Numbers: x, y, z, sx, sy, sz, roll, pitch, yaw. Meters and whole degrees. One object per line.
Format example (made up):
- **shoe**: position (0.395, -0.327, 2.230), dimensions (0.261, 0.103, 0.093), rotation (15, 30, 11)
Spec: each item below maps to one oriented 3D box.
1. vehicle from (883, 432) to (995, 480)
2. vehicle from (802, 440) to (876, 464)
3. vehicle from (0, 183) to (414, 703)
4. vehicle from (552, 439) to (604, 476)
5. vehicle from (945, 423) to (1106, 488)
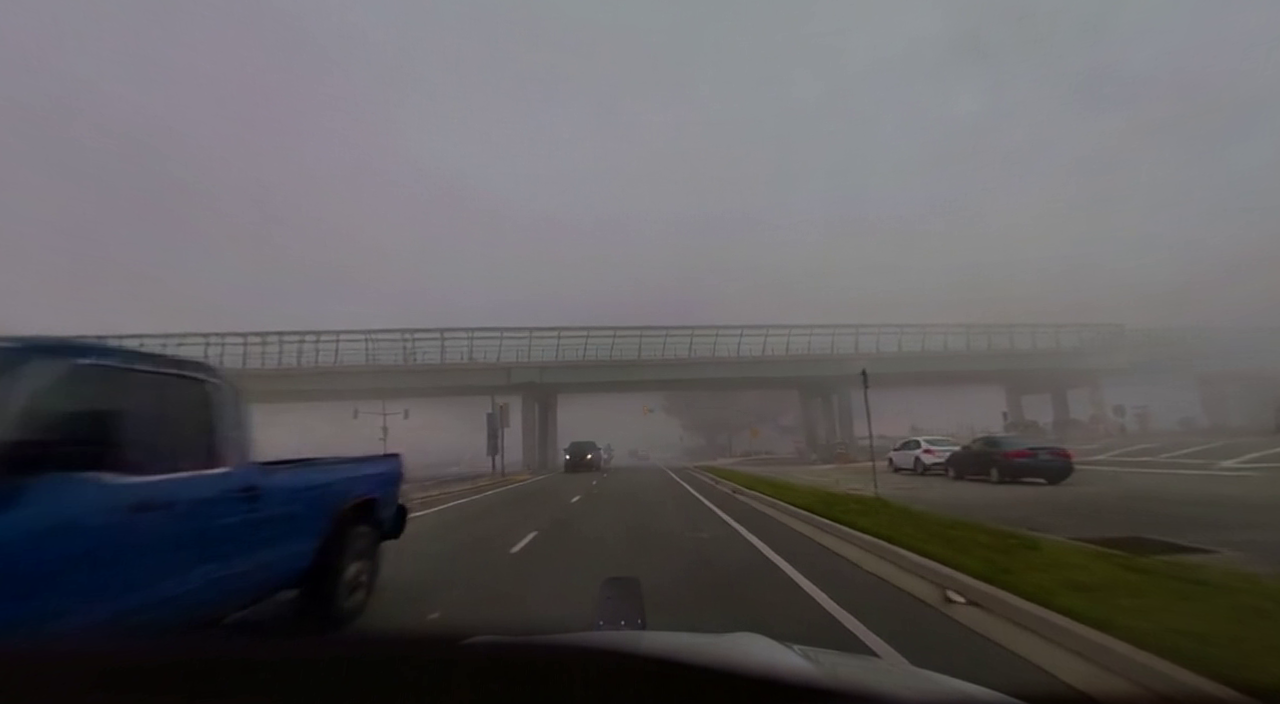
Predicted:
- **vehicle**: position (11.685, 4.085, 24.949), dimensions (2.189, 1.510, 4.458), rotation (-6, -8, 0)
- **vehicle**: position (14.442, 7.244, 45.720), dimensions (2.078, 1.523, 4.760), rotation (1, -7, -34)
- **vehicle**: position (-3.798, 0.736, 3.039), dimensions (2.967, 2.369, 6.635), rotation (-2, -9, 0)
- **vehicle**: position (-3.746, 6.484, 38.983), dimensions (2.468, 1.993, 5.840), rotation (-3, -9, 1)
- **vehicle**: position (11.651, 3.162, 19.444), dimensions (2.051, 1.534, 4.466), rotation (-7, -9, 0)
